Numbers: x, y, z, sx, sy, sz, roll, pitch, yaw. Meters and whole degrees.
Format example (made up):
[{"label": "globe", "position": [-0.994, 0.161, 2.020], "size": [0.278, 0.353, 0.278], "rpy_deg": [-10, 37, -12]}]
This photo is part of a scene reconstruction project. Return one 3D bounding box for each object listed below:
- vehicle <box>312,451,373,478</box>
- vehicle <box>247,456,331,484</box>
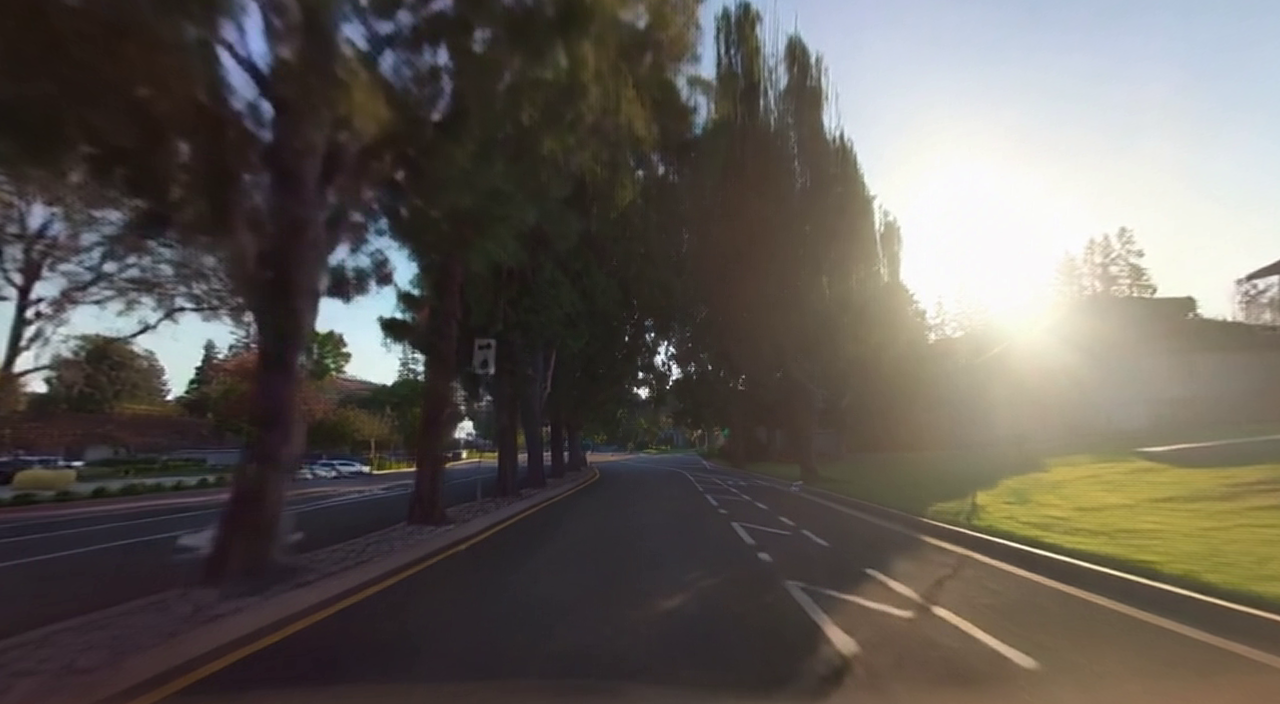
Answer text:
[{"label": "vehicle", "position": [-21.377, 8.060, 45.513], "size": [1.974, 1.704, 4.628], "rpy_deg": [0, -8, 2]}, {"label": "vehicle", "position": [-21.427, 7.179, 38.747], "size": [1.919, 1.497, 5.140], "rpy_deg": [-1, -8, 4]}]
